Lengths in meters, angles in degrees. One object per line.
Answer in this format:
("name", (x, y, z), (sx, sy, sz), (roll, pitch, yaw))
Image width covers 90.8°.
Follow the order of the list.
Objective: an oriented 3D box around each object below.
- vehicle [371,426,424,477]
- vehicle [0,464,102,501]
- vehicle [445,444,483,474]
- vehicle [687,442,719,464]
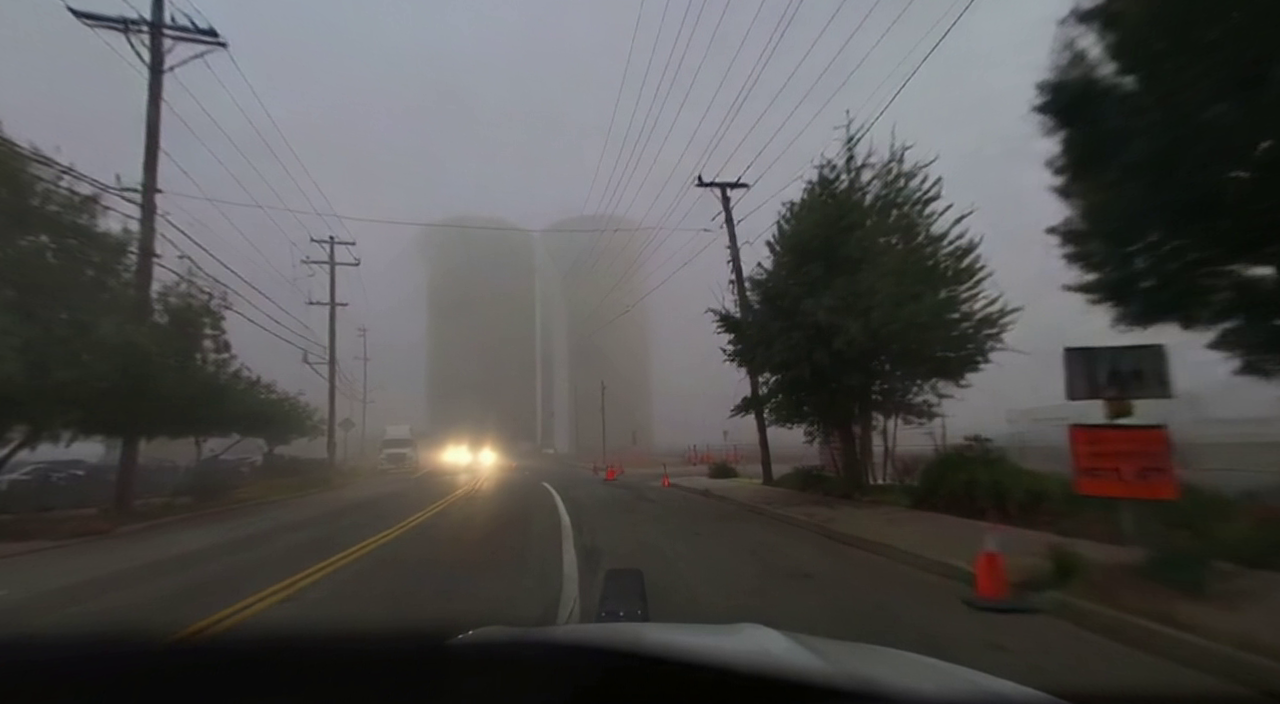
("vehicle", (-16.486, 6.835, 43.349), (2.905, 3.133, 7.675), (3, -9, -18))
("vehicle", (-26.128, 5.580, 27.120), (4.184, 1.411, 1.855), (0, -9, -5))
("vehicle", (-11.242, 6.754, 40.175), (2.079, 1.770, 4.684), (2, -9, -18))
("vehicle", (4.584, 7.453, 46.586), (1.829, 1.487, 4.352), (0, -9, -1))
